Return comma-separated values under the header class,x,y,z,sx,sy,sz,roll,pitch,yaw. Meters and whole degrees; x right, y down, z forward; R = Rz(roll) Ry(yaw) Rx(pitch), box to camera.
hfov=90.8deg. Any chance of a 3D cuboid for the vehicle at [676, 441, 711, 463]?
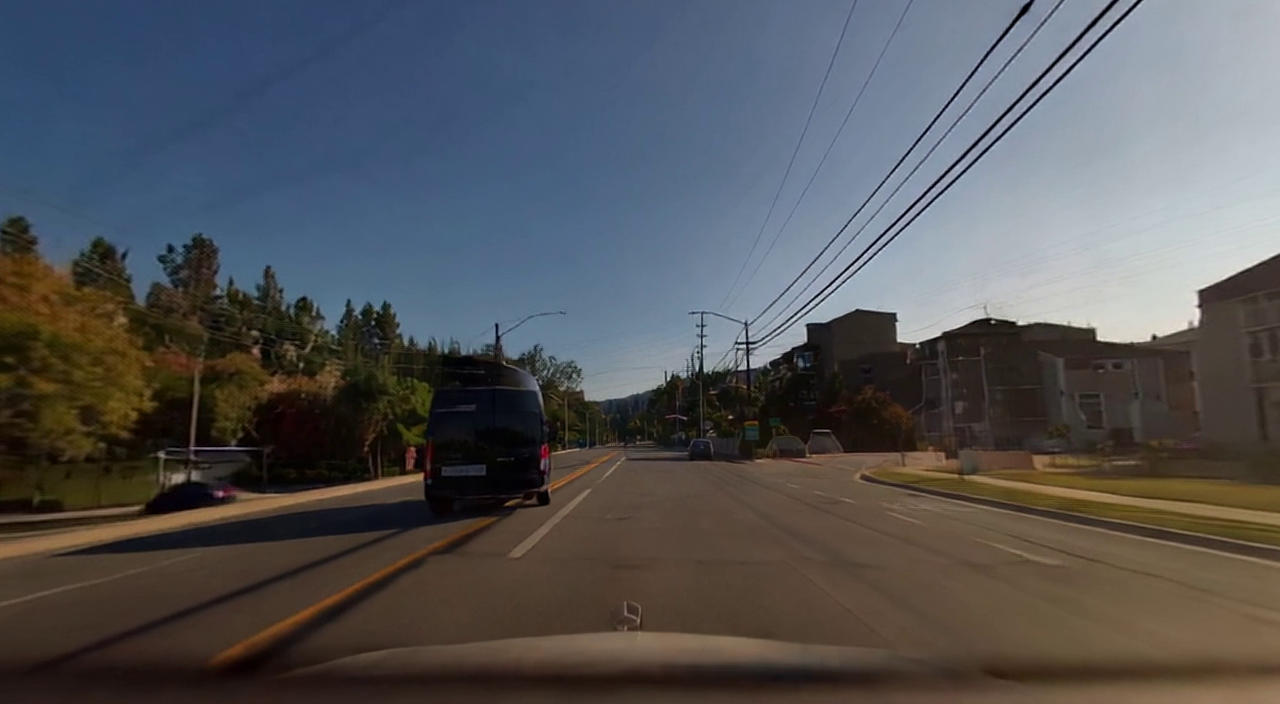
class,x,y,z,sx,sy,sz,roll,pitch,yaw
vehicle,3.662,6.937,43.957,2.015,1.467,4.117,0,-8,0
